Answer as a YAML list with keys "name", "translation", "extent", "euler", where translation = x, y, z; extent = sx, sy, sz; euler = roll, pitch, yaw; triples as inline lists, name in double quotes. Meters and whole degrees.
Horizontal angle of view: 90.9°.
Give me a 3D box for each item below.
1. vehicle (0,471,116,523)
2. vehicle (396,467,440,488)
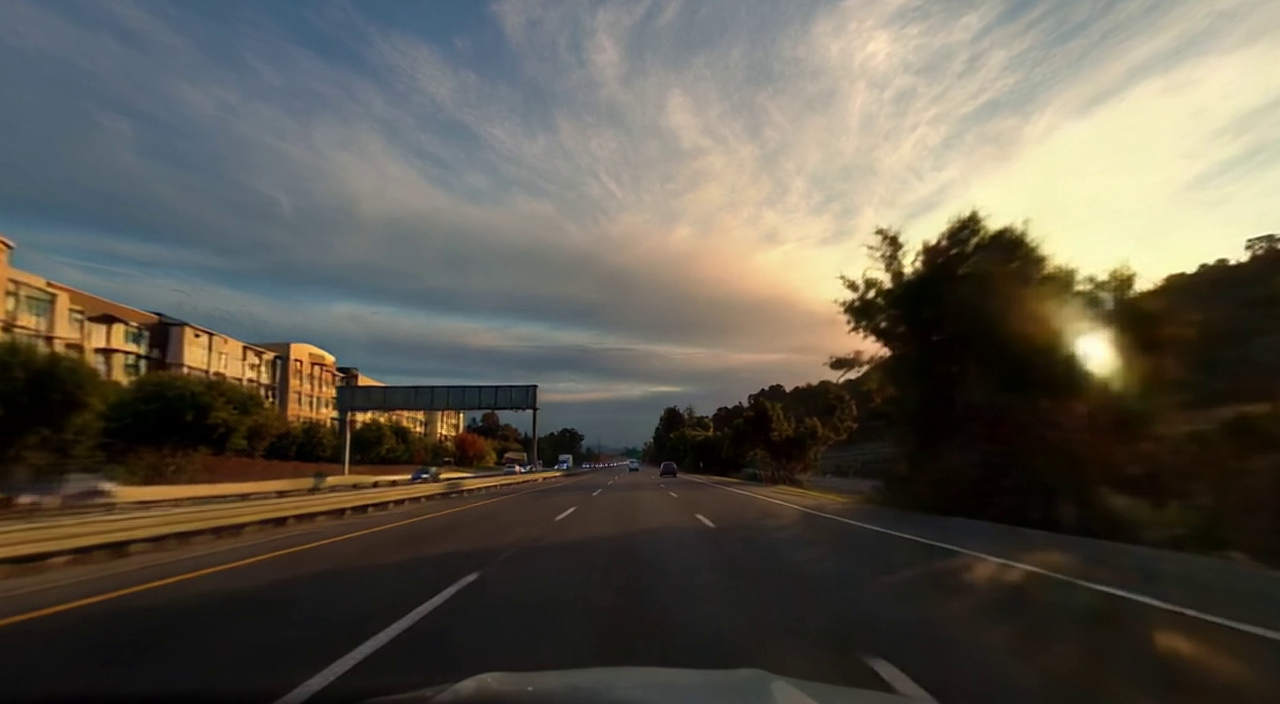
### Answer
- name: "vehicle"
  translation: [-19.994, 4.665, 20.554]
  extent: [1.849, 1.483, 4.542]
  euler: [1, -10, 0]
- name: "vehicle"
  translation: [-16.307, 9.248, 46.450]
  extent: [1.878, 1.427, 3.636]
  euler: [1, -10, 0]
